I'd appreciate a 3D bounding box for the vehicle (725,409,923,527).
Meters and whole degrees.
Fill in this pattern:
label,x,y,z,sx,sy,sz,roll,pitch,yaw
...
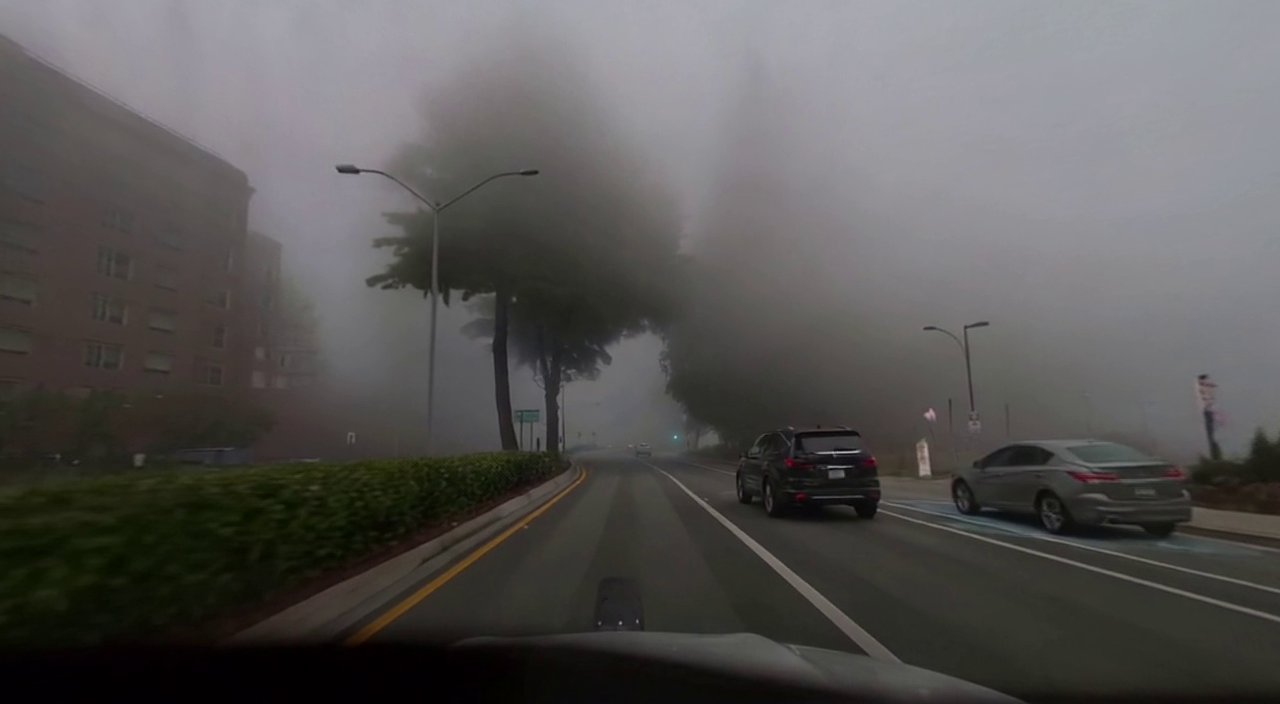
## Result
label,x,y,z,sx,sy,sz,roll,pitch,yaw
vehicle,3.473,2.357,13.357,2.505,1.971,5.162,0,-9,-1

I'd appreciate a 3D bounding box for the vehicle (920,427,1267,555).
label,x,y,z,sx,sy,sz,roll,pitch,yaw
vehicle,6.616,2.062,10.239,2.088,1.524,5.085,-1,-9,4
